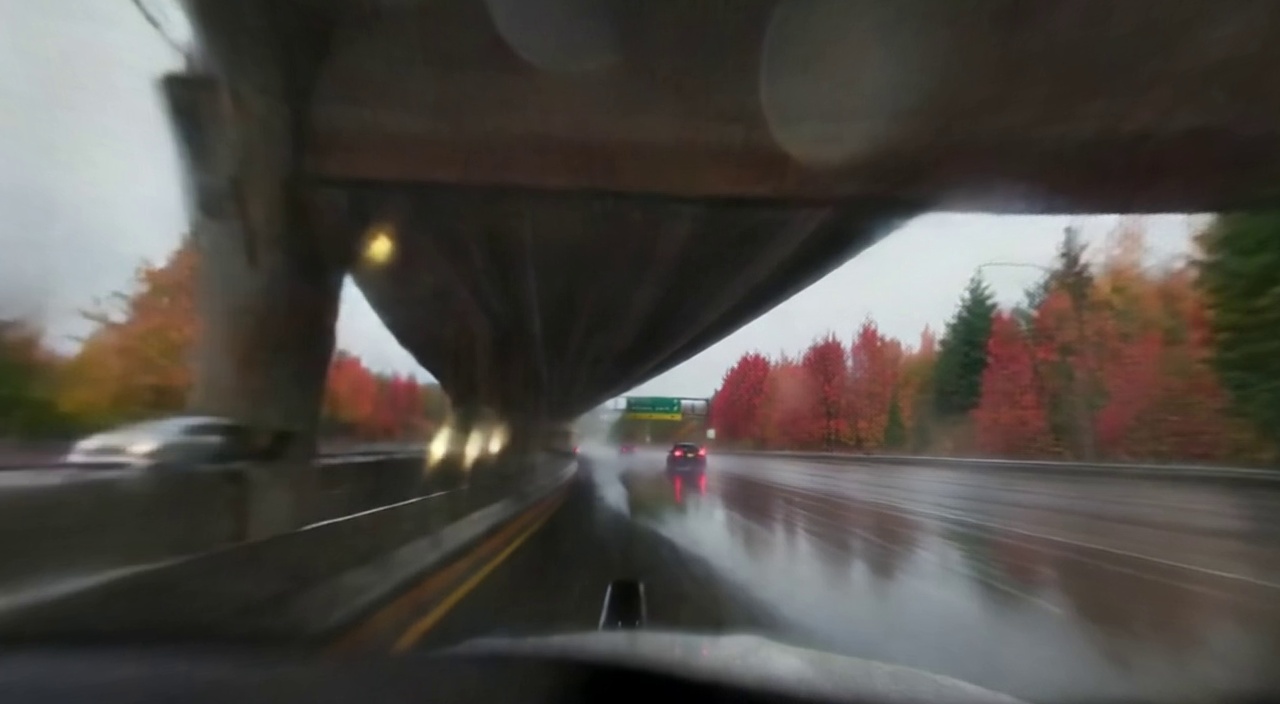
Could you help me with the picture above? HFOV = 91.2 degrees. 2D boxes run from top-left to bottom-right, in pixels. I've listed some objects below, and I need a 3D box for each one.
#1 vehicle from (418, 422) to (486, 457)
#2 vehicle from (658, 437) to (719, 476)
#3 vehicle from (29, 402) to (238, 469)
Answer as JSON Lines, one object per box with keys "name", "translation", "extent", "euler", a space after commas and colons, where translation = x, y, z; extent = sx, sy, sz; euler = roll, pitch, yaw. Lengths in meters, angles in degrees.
{"name": "vehicle", "translation": [-9.300, 4.432, 31.442], "extent": [2.065, 1.627, 4.696], "euler": [0, -9, -2]}
{"name": "vehicle", "translation": [2.148, 4.814, 28.930], "extent": [2.337, 1.633, 4.222], "euler": [0, -9, -2]}
{"name": "vehicle", "translation": [-13.295, 2.302, 16.925], "extent": [1.983, 1.522, 4.458], "euler": [0, -9, -1]}
